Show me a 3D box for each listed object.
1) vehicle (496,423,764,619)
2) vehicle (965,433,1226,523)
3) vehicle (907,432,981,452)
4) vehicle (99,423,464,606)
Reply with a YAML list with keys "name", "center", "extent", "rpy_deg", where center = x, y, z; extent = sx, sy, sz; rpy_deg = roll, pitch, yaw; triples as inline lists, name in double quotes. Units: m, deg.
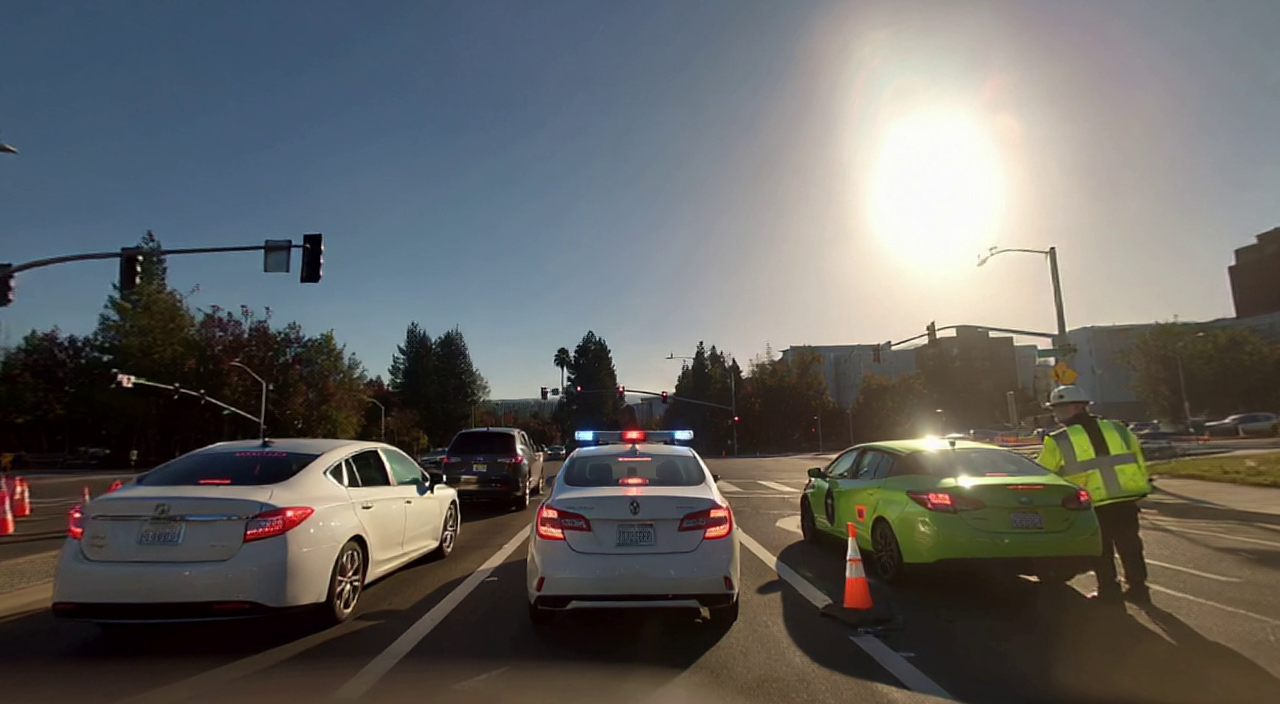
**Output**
- name: "vehicle"
  center: [-0.123, 1.631, 7.102]
  extent: [2.061, 1.486, 4.332]
  rpy_deg: [0, -8, -1]
- name: "vehicle"
  center: [9.359, 2.586, 13.595]
  extent: [1.957, 1.576, 4.670]
  rpy_deg: [0, -9, -3]
- name: "vehicle"
  center: [24.039, 7.132, 49.852]
  extent: [4.827, 1.484, 1.883]
  rpy_deg: [0, -9, 1]
- name: "vehicle"
  center: [-3.607, 1.680, 7.387]
  extent: [1.863, 1.526, 4.006]
  rpy_deg: [0, -8, 1]
